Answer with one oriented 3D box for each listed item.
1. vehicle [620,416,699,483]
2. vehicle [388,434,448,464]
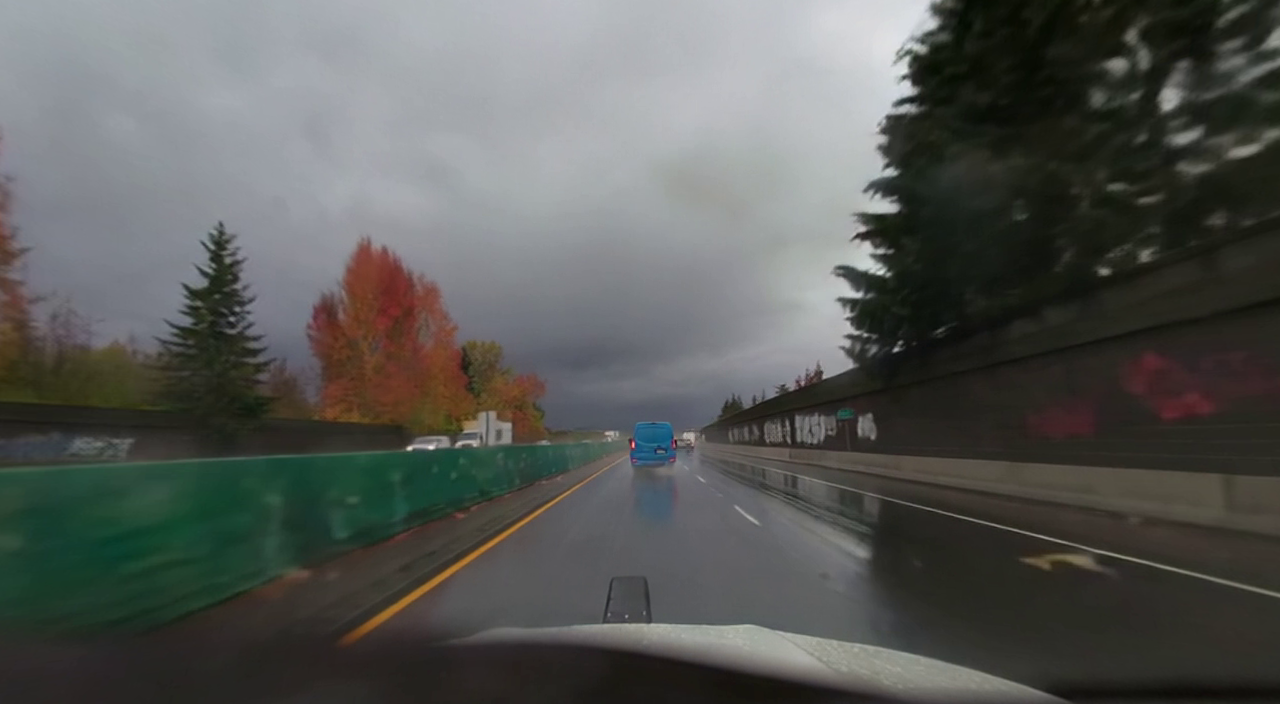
[{"bbox_3d":[0.585,3.176,20.657,2.283,1.956,4.421,0,-8,0],"label":"vehicle"},{"bbox_3d":[-15.140,6.622,43.136,2.108,1.923,4.958,0,-8,2],"label":"vehicle"}]
